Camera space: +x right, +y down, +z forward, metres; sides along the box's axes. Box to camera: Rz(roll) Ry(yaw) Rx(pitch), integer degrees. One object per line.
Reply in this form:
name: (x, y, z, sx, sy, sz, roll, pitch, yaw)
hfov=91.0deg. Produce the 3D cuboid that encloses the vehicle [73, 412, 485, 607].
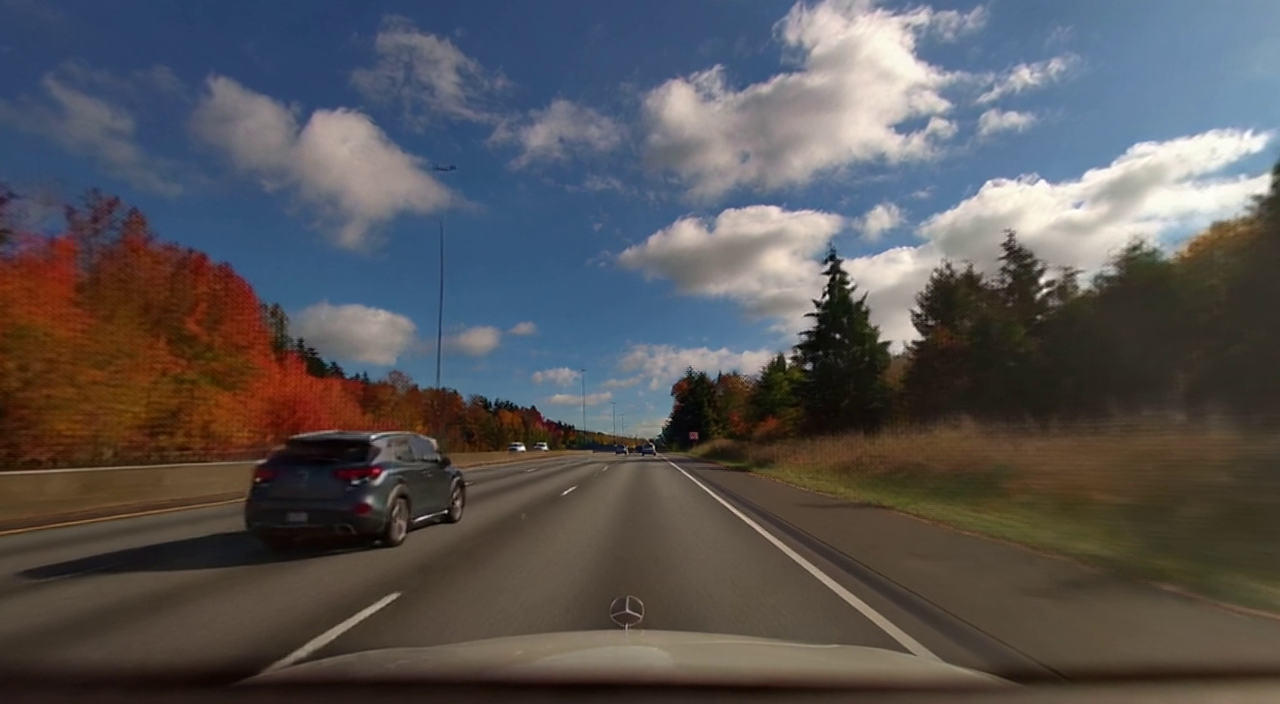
vehicle: (-3.555, 1.633, 7.605, 2.061, 1.572, 4.814, 0, -8, 1)
